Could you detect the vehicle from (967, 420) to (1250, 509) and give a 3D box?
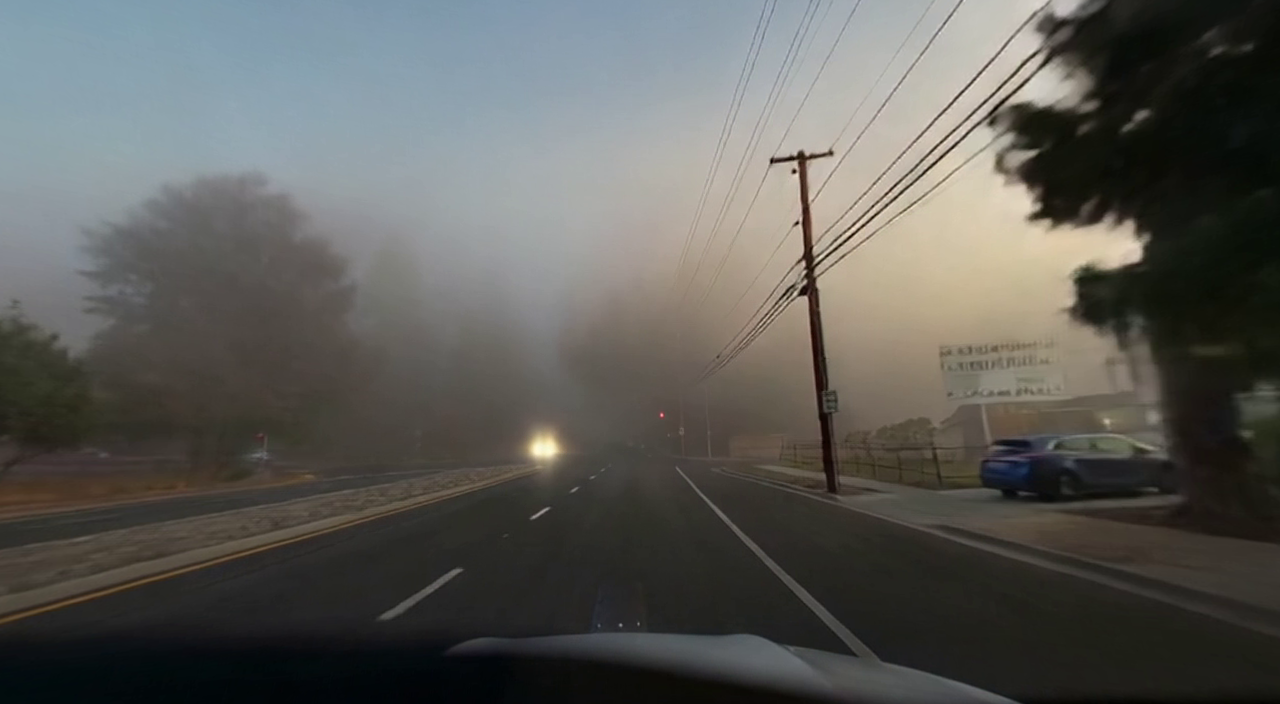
[{"bbox_3d":[9.586,2.310,13.201,4.387,1.680,1.958,0,-8,-4],"label":"vehicle"}]
